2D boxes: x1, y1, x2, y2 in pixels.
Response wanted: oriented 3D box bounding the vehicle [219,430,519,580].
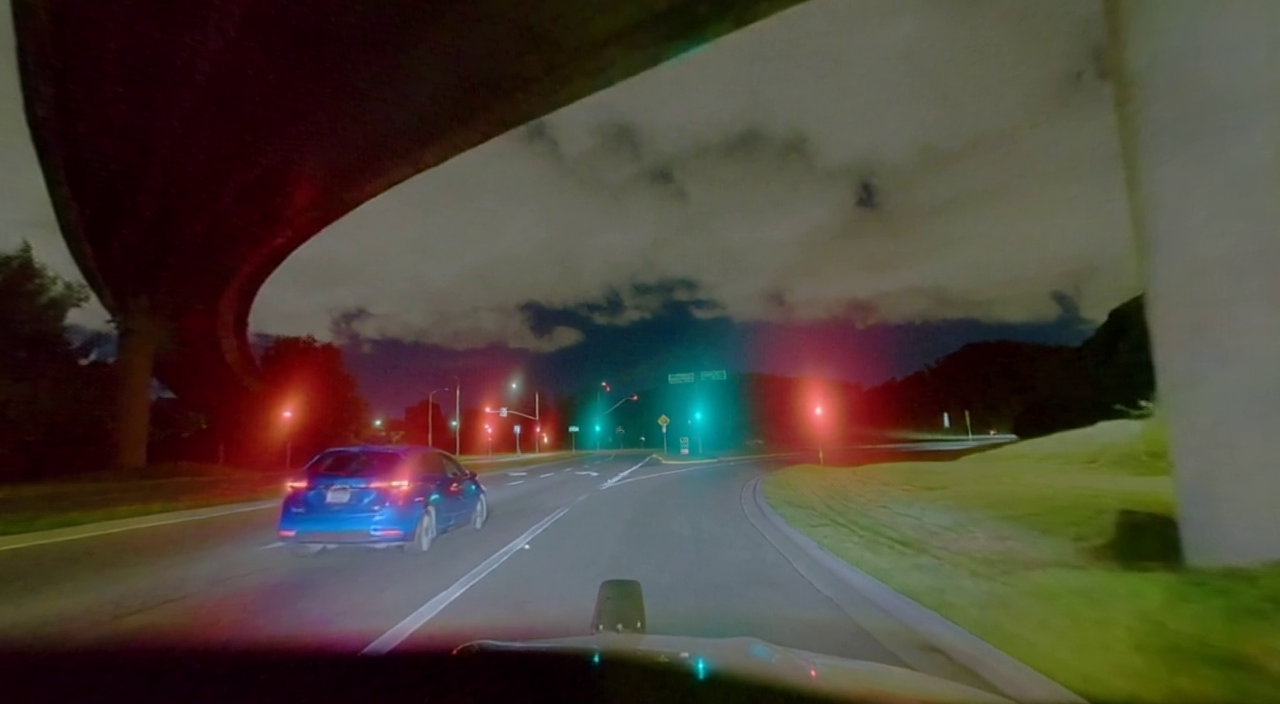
[{"bbox_3d":[-3.146,1.884,8.618,1.963,1.460,4.614,0,-9,1],"label":"vehicle"}]
